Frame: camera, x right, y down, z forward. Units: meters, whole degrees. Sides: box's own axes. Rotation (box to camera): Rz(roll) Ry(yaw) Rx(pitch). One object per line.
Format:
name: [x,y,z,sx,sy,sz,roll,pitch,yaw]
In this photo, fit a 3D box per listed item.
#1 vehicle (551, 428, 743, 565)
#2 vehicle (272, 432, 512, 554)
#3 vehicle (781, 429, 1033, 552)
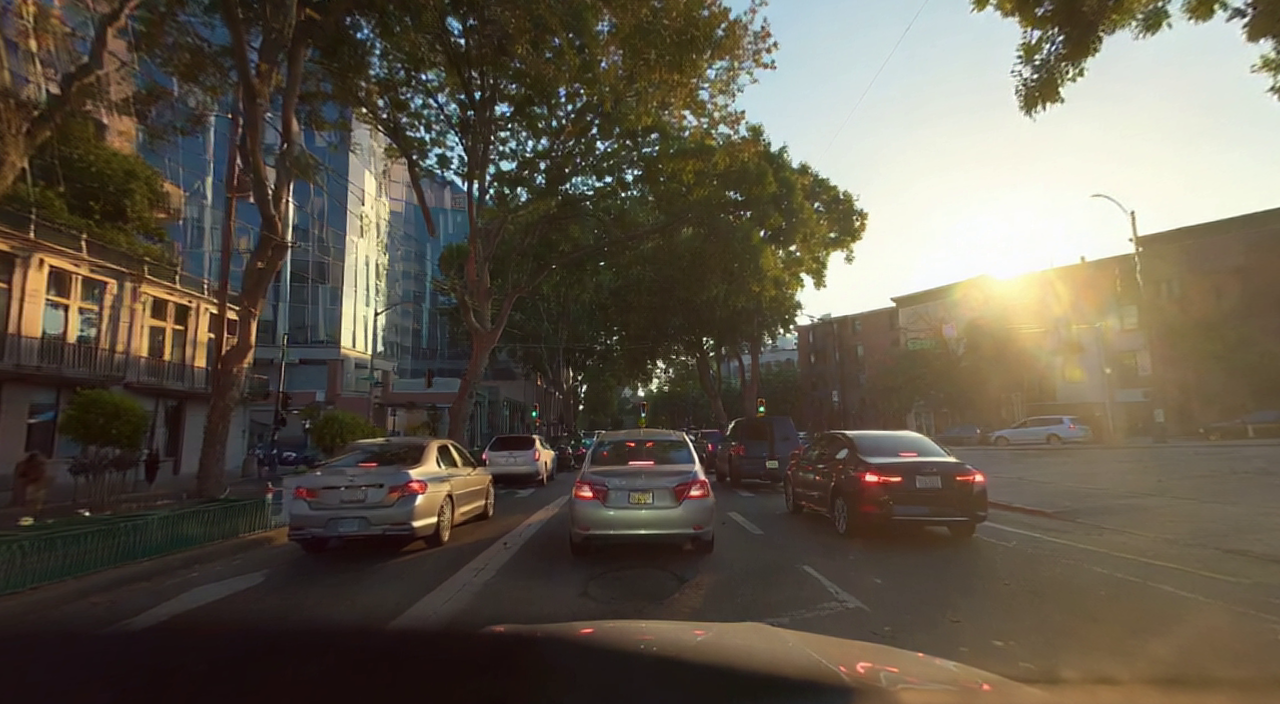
vehicle: [0.053,1.878,8.934,2.101,1.480,3.929,0,-8,-1]
vehicle: [-3.458,2.034,9.817,2.002,1.465,4.098,0,-8,1]
vehicle: [3.782,2.027,10.010,1.990,1.486,4.431,0,-8,-1]
